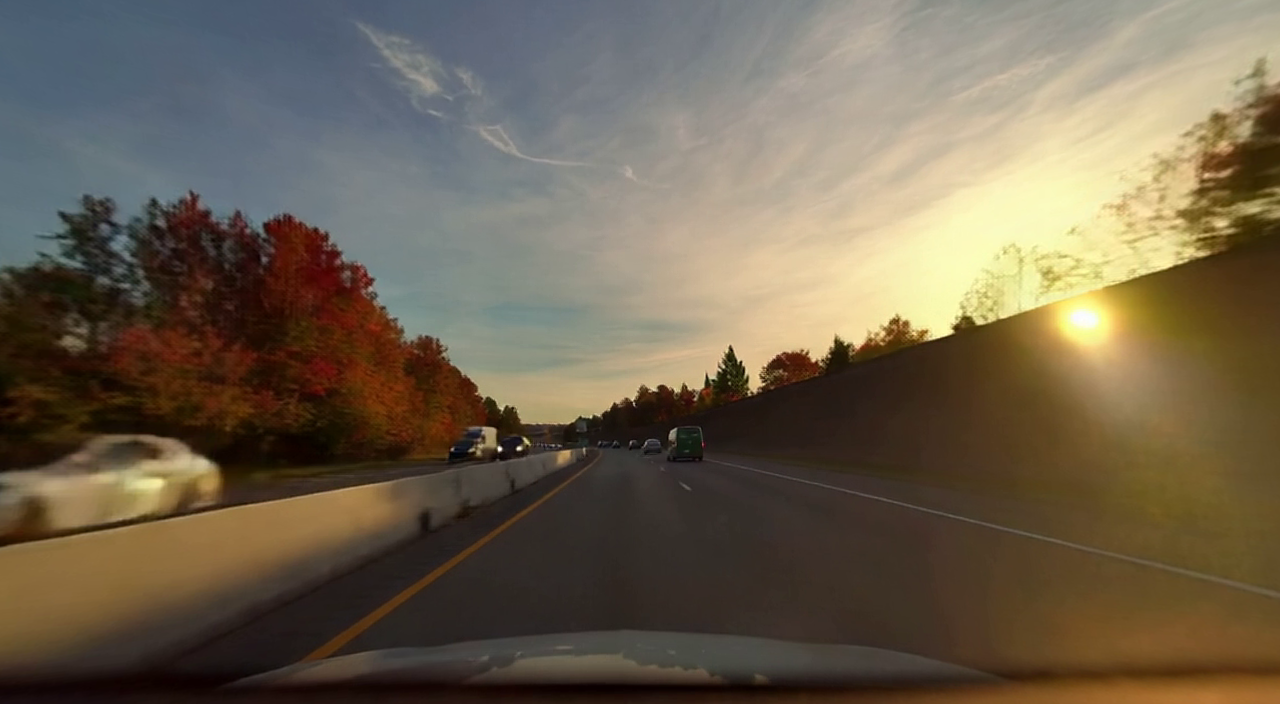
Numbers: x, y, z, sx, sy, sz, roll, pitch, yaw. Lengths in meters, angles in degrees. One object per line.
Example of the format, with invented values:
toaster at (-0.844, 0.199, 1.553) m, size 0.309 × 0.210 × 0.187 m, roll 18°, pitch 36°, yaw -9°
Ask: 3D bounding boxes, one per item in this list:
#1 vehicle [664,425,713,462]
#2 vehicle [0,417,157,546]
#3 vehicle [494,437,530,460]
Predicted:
vehicle at (2.868, 5.603, 38.591) m, size 2.393 × 2.072 × 4.958 m, roll 1°, pitch -8°, yaw -2°
vehicle at (-8.419, 1.568, 7.797) m, size 1.784 × 1.501 × 3.916 m, roll 1°, pitch -8°, yaw -1°
vehicle at (-9.025, 6.853, 44.727) m, size 1.797 × 1.509 × 3.905 m, roll 1°, pitch -8°, yaw -1°
